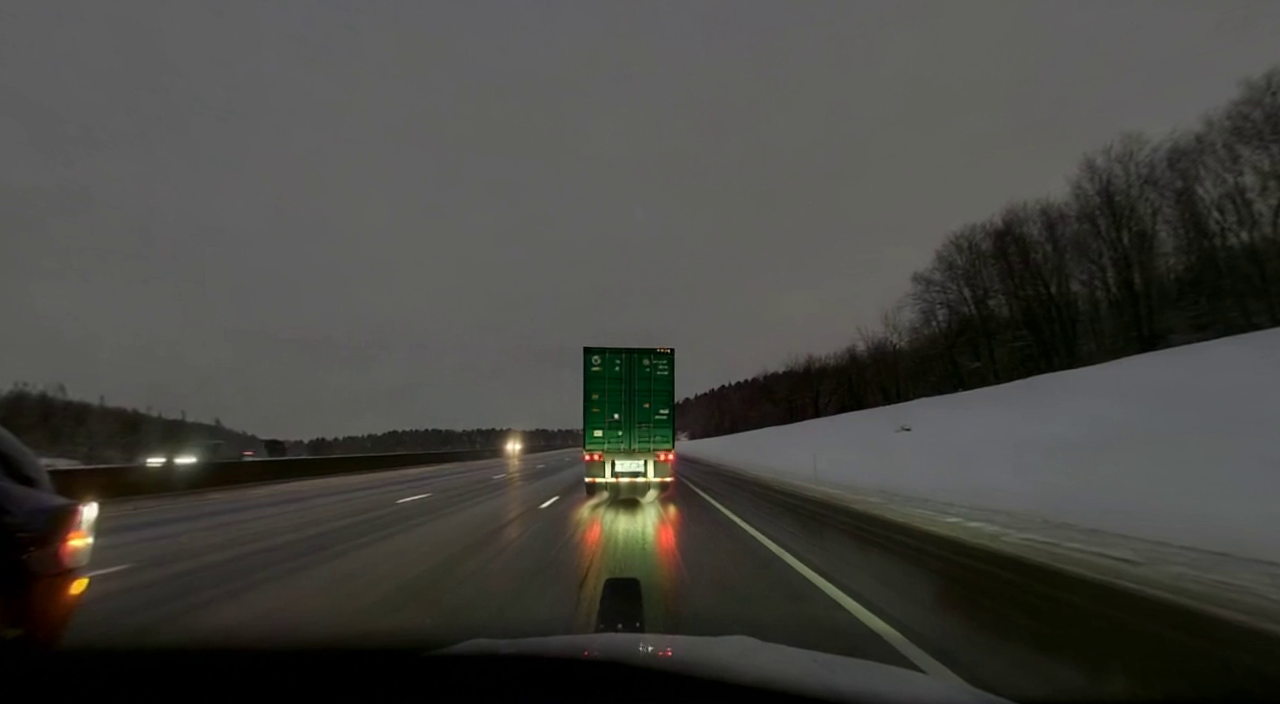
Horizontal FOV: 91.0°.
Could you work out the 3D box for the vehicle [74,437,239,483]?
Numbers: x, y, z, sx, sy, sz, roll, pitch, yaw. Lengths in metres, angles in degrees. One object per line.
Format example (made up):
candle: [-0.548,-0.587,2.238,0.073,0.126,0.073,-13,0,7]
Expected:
vehicle: [-17.641,3.951,23.400,2.182,1.505,4.949,0,-9,1]

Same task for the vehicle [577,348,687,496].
vehicle: [-0.210,2.710,22.726,2.942,4.003,11.297,0,-9,0]
